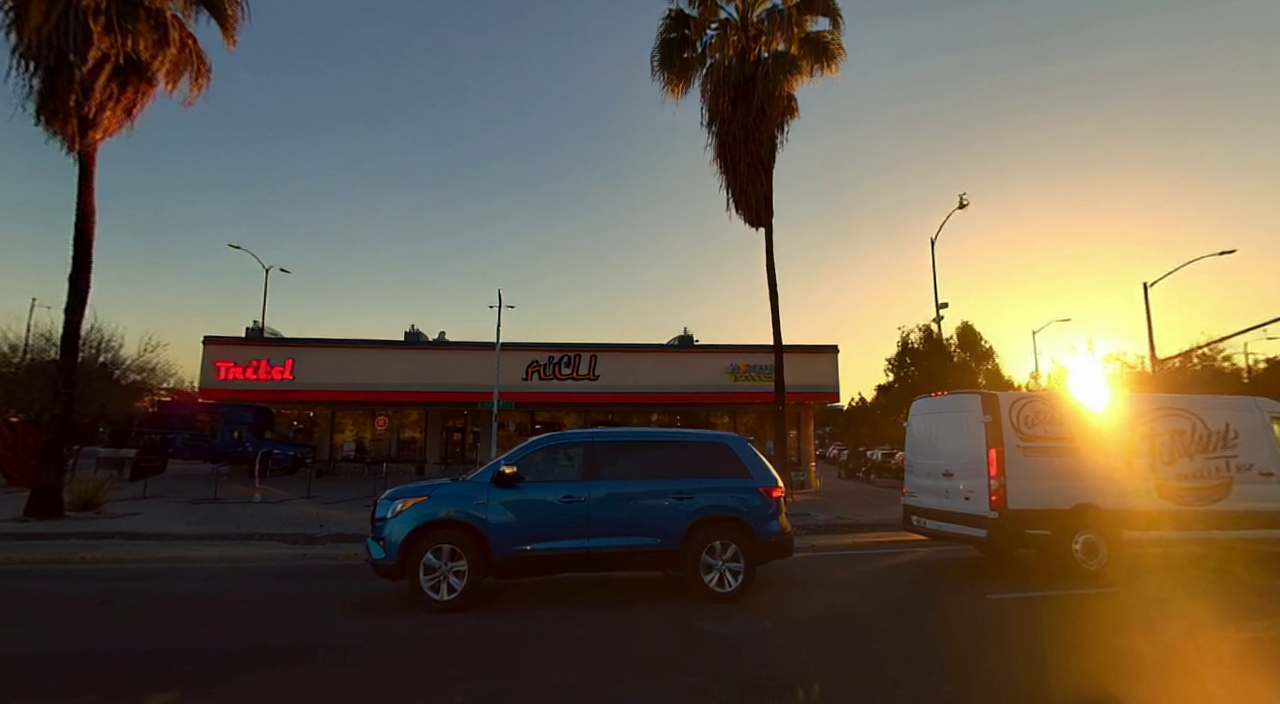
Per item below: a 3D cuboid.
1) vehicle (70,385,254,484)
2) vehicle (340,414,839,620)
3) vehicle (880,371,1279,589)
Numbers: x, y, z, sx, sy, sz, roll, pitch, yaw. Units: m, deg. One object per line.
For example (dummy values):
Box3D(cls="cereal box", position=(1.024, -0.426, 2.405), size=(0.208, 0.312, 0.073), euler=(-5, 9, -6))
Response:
Box3D(cls="vehicle", position=(-21.680, 3.903, 29.444), size=(3.034, 3.929, 7.699), euler=(1, -9, -6))
Box3D(cls="vehicle", position=(-0.486, 1.614, 6.854), size=(4.493, 1.728, 2.137), euler=(1, -9, -9))
Box3D(cls="vehicle", position=(6.626, 1.512, 8.026), size=(6.246, 2.202, 2.277), euler=(1, -9, -8))
